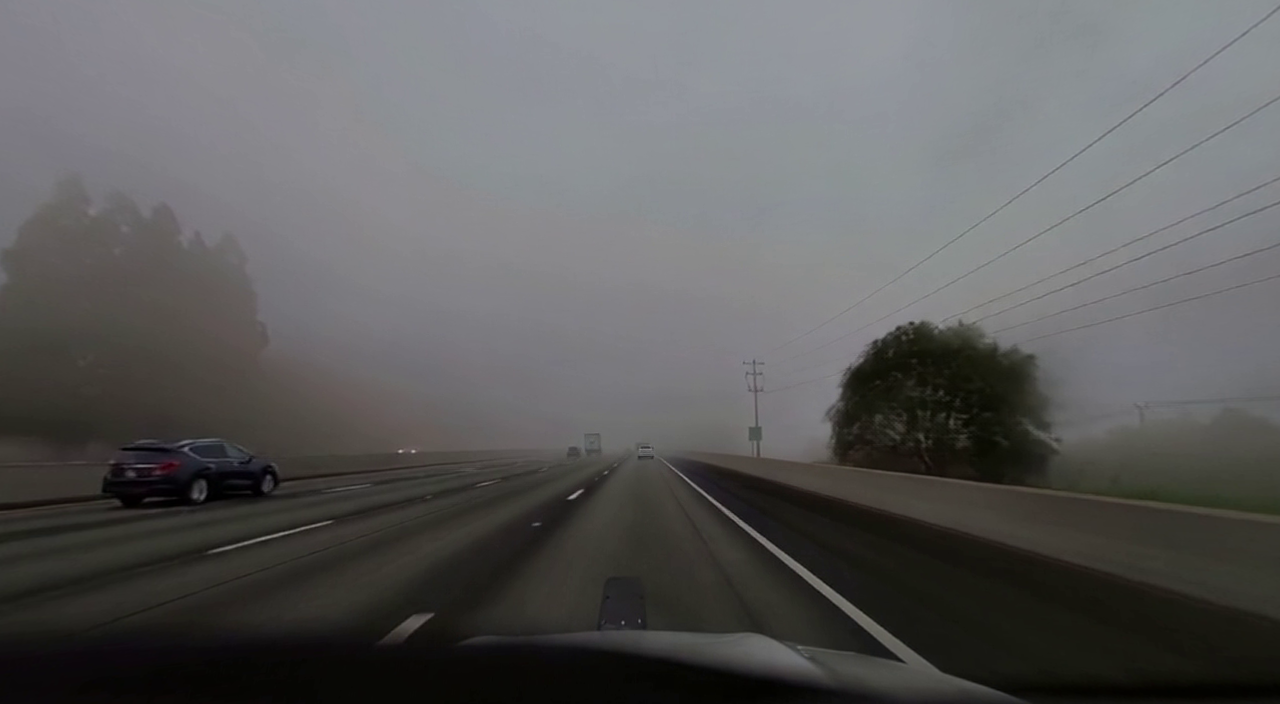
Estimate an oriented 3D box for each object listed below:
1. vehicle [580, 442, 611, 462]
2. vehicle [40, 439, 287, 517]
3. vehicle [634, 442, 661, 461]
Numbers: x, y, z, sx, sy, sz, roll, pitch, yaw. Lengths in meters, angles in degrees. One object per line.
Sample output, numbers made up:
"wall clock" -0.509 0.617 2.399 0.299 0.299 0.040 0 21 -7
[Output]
"vehicle" -3.430 7.795 49.164 2.046 1.478 4.111 0 -8 0
"vehicle" -10.572 2.783 14.547 1.955 1.496 4.732 0 -8 1
"vehicle" 0.610 7.894 49.831 2.057 1.453 3.926 0 -8 0
